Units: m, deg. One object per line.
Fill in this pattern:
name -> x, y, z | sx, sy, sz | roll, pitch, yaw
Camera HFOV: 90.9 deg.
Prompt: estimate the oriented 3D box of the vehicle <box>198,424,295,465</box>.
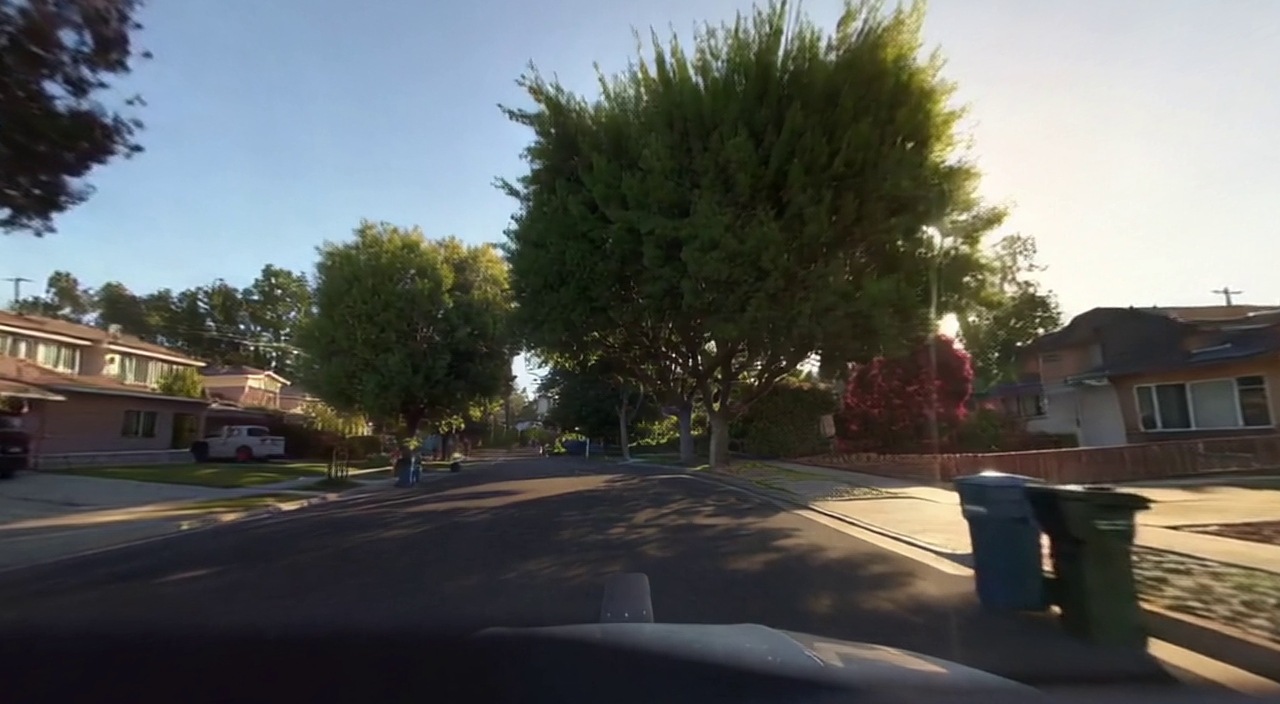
vehicle -> -20.077, 4.756, 32.500 | 2.407, 1.912, 5.091 | 1, -9, -10
